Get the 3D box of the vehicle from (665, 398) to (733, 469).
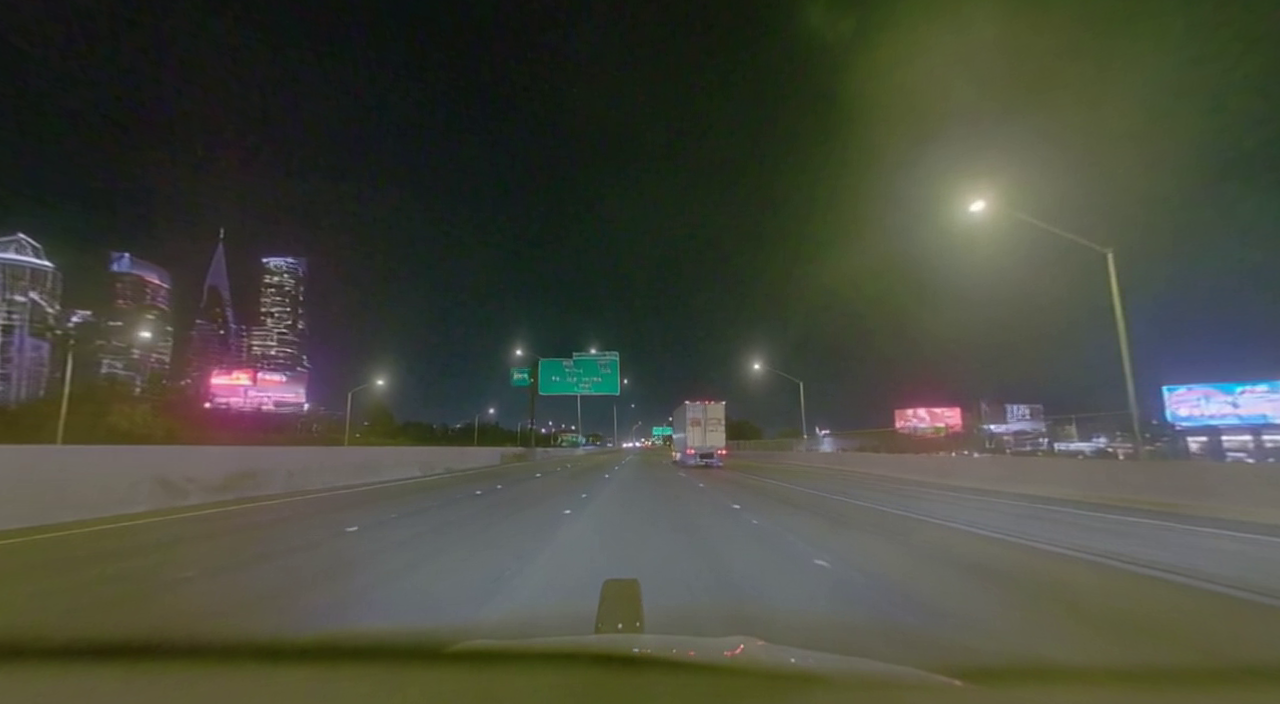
[{"bbox_3d":[3.819,6.094,45.511,3.247,4.224,15.996,0,-9,-1],"label":"vehicle"}]
